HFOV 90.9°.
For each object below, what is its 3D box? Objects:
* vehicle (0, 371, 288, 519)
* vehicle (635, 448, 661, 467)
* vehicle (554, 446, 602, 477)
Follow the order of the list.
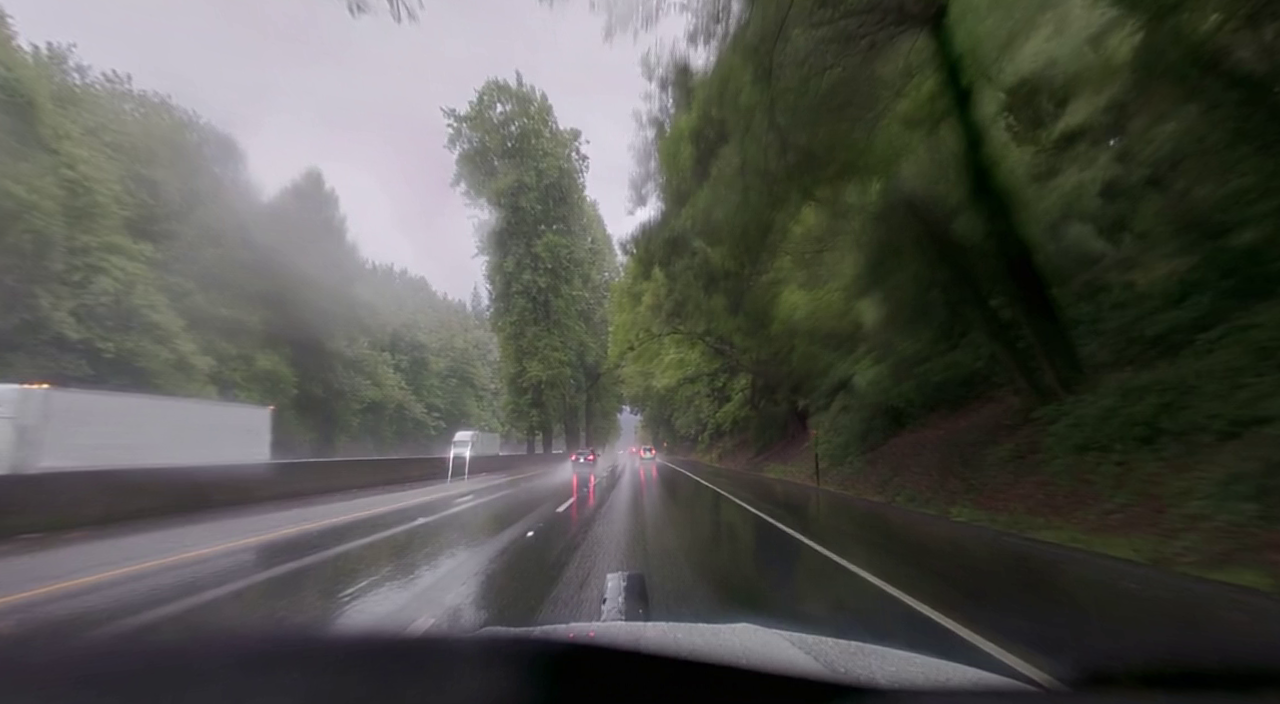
[{"bbox_3d":[-18.902,3.610,24.105,2.834,4.025,13.898,0,-9,0],"label":"vehicle"},{"bbox_3d":[0.594,8.309,49.591,1.989,1.402,3.831,0,-9,-1],"label":"vehicle"},{"bbox_3d":[-3.139,5.656,32.807,2.112,1.498,4.117,0,-9,0],"label":"vehicle"}]
